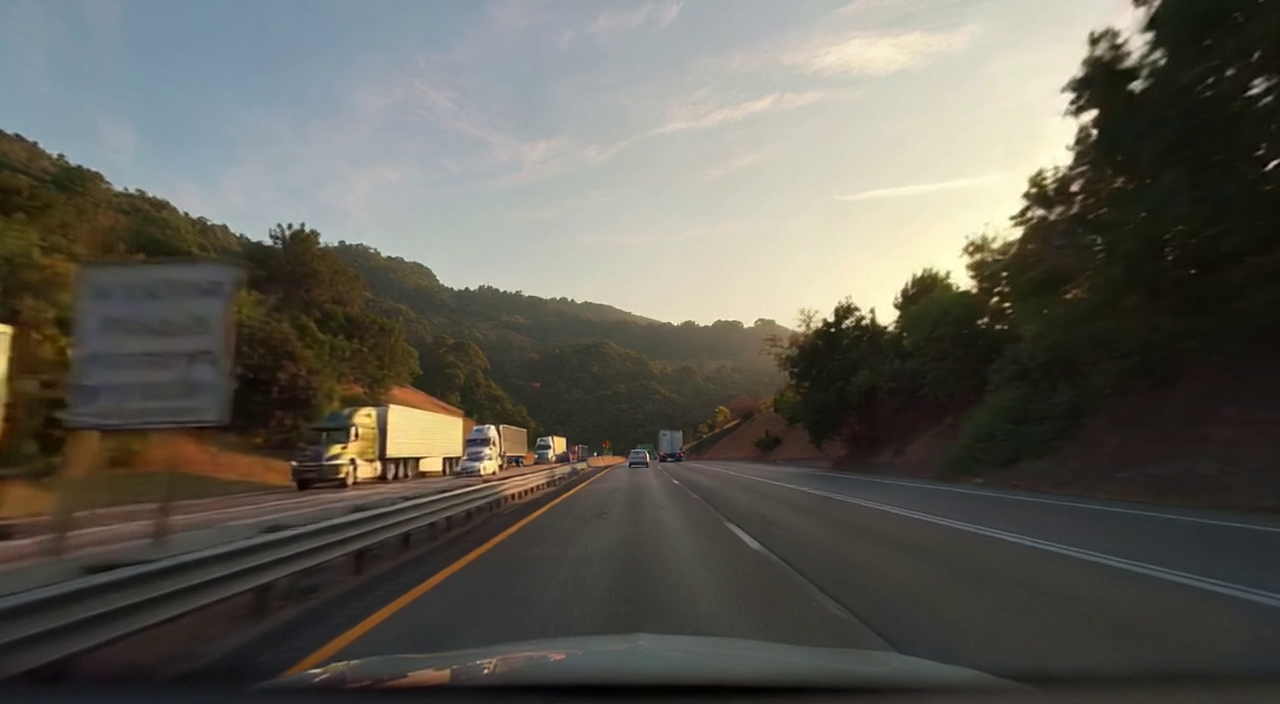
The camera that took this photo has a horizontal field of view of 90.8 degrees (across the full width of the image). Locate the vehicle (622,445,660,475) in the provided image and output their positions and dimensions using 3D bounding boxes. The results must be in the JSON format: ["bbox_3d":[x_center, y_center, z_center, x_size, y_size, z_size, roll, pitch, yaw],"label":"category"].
[{"bbox_3d":[0.037,6.427,37.676,2.137,1.689,4.051,0,-9,-1],"label":"vehicle"}]

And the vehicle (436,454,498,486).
[{"bbox_3d":[-8.526,5.839,31.532,1.911,1.442,4.392,0,-9,-1],"label":"vehicle"}]

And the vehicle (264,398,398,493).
[{"bbox_3d":[-14.244,4.418,29.757,2.937,3.963,5.873,-1,-9,3],"label":"vehicle"}]
